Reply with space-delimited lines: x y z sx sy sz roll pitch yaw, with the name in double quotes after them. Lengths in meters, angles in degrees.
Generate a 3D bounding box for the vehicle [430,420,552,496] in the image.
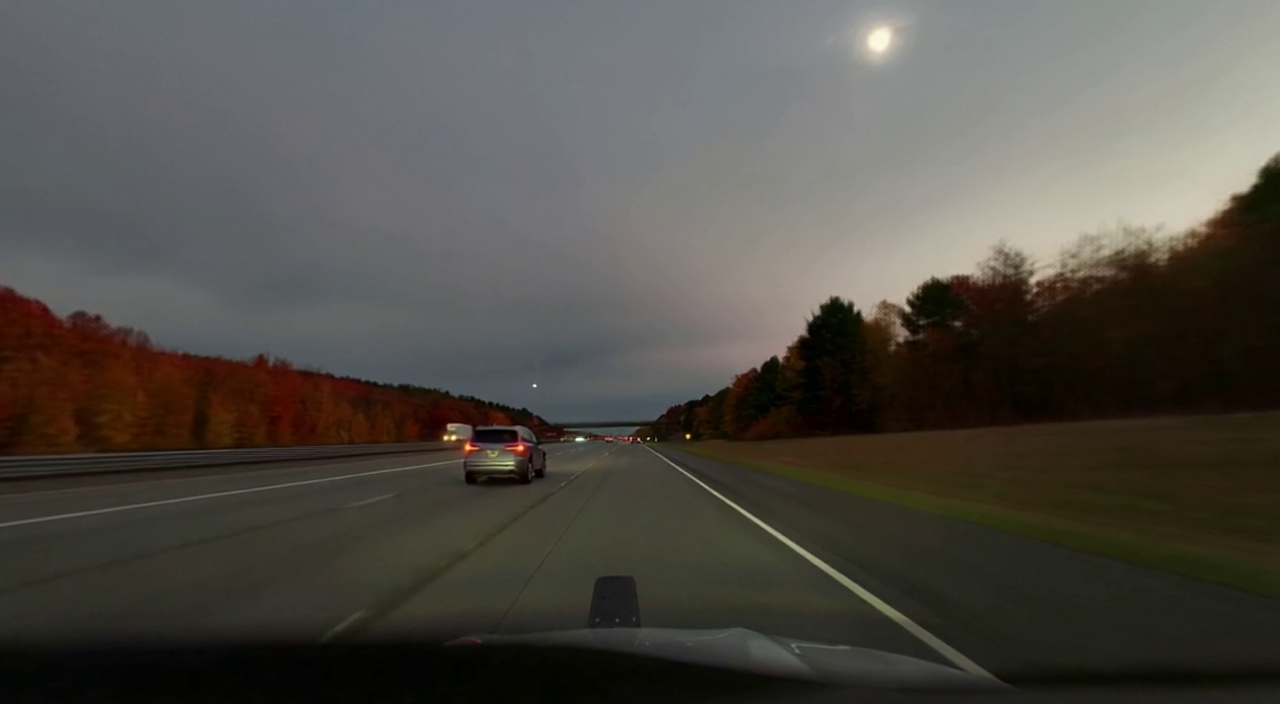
-3.630 2.653 16.266 2.057 1.666 4.552 0 -8 0 "vehicle"
